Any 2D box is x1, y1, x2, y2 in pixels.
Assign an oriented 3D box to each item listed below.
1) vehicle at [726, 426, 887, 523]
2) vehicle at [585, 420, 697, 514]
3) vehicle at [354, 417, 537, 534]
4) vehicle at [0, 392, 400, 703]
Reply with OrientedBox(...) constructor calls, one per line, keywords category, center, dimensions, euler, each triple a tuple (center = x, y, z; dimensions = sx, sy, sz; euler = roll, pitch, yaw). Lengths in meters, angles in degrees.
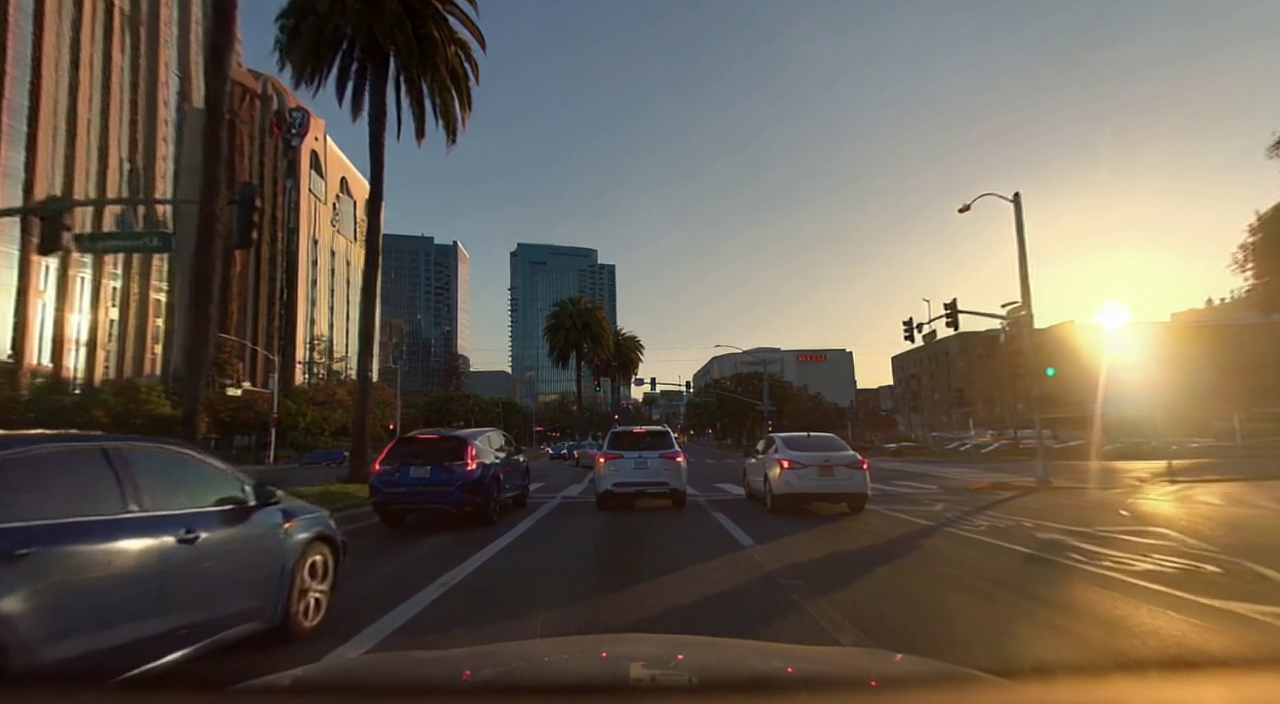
OrientedBox(category="vehicle", center=(2.992, 2.289, 12.308), dimensions=(1.936, 1.567, 3.896), euler=(0, -9, -2))
OrientedBox(category="vehicle", center=(0.012, 2.453, 13.886), dimensions=(2.060, 1.730, 4.257), euler=(0, -9, 0))
OrientedBox(category="vehicle", center=(-3.201, 2.123, 11.377), dimensions=(1.938, 1.713, 4.048), euler=(0, -9, 1))
OrientedBox(category="vehicle", center=(-3.219, 1.082, 3.472), dimensions=(1.962, 1.480, 4.605), euler=(0, -9, 0))
